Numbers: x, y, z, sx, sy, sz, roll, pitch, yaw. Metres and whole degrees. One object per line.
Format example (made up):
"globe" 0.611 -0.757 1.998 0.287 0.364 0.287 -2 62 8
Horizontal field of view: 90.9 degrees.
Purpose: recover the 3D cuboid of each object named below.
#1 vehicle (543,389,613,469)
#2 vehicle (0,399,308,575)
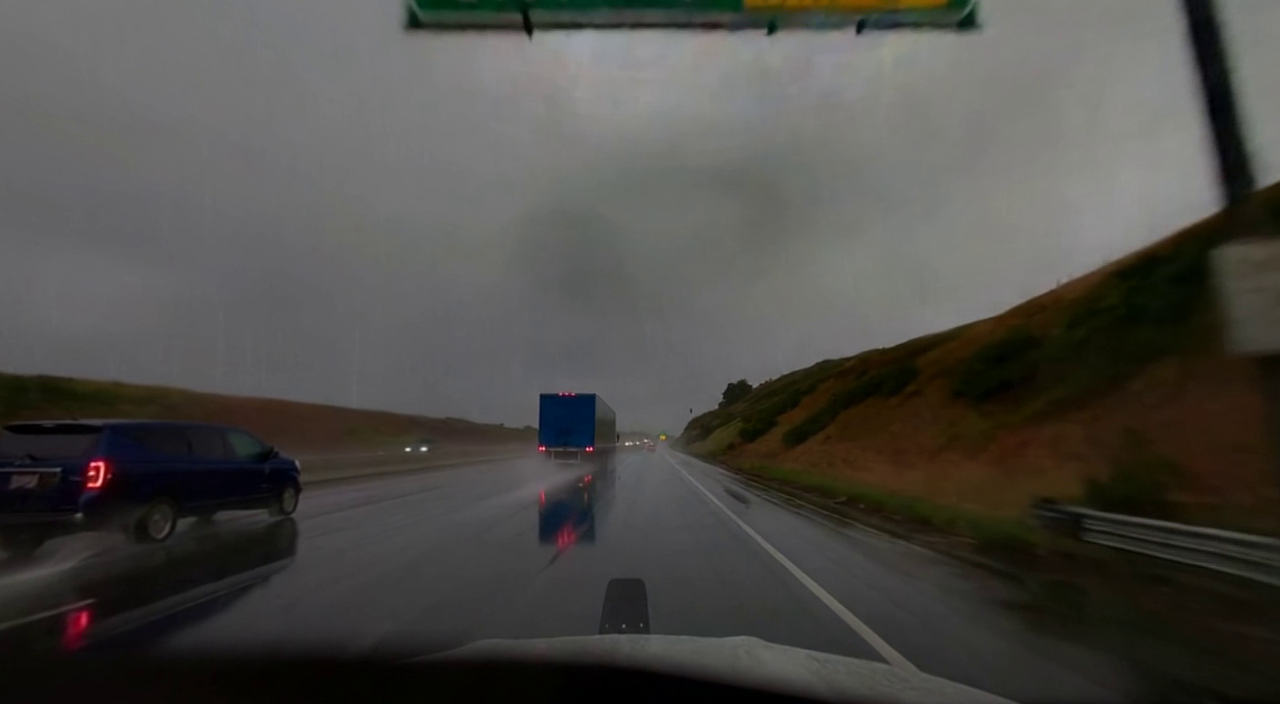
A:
"vehicle" -3.458 5.027 39.740 2.893 4.073 15.281 0 -8 0
"vehicle" -7.471 1.816 9.377 2.175 1.860 5.236 0 -8 0
